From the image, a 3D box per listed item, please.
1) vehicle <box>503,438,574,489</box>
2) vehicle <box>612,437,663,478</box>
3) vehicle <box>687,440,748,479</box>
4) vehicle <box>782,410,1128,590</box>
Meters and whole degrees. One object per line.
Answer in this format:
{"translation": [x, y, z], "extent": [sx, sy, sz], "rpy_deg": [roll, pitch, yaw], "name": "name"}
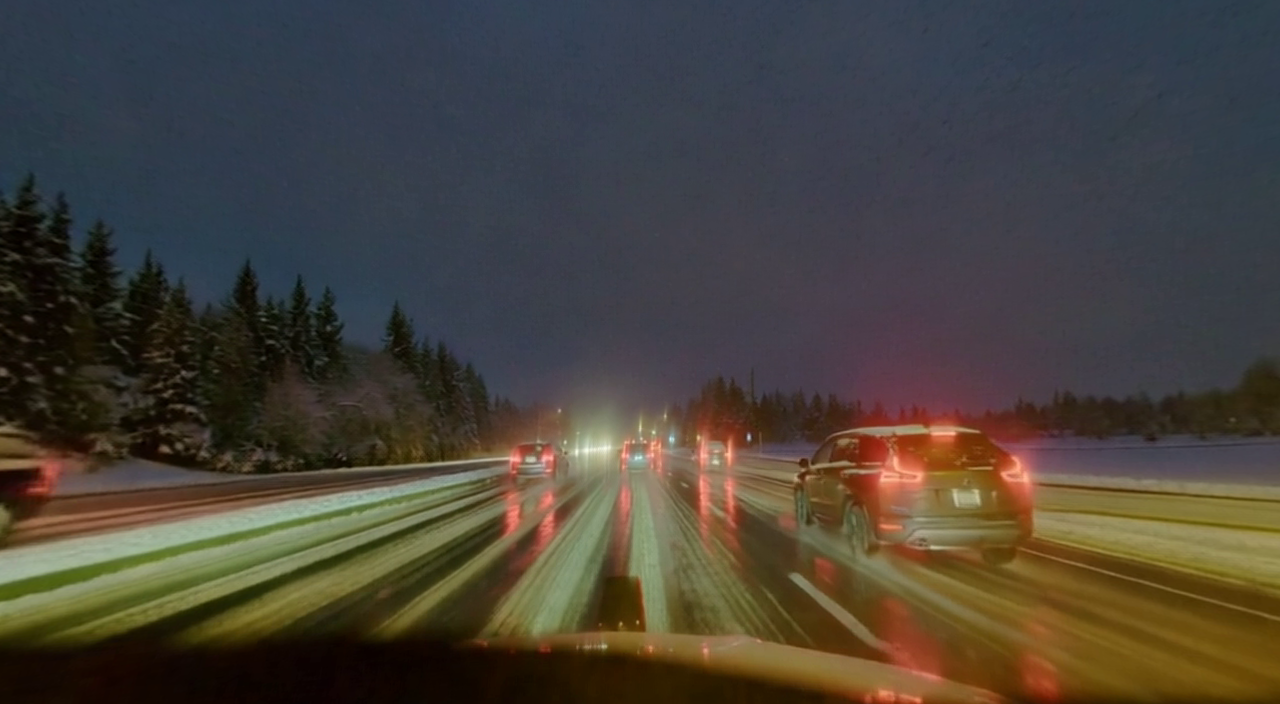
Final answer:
{"translation": [-3.482, 3.898, 22.373], "extent": [1.823, 1.602, 4.061], "rpy_deg": [0, -8, 0], "name": "vehicle"}
{"translation": [-0.155, 4.750, 28.737], "extent": [2.150, 1.725, 4.096], "rpy_deg": [0, -8, -1], "name": "vehicle"}
{"translation": [3.285, 4.676, 27.685], "extent": [2.068, 1.541, 4.041], "rpy_deg": [0, -8, -1], "name": "vehicle"}
{"translation": [3.467, 1.718, 8.292], "extent": [2.069, 1.644, 4.714], "rpy_deg": [0, -8, 0], "name": "vehicle"}
